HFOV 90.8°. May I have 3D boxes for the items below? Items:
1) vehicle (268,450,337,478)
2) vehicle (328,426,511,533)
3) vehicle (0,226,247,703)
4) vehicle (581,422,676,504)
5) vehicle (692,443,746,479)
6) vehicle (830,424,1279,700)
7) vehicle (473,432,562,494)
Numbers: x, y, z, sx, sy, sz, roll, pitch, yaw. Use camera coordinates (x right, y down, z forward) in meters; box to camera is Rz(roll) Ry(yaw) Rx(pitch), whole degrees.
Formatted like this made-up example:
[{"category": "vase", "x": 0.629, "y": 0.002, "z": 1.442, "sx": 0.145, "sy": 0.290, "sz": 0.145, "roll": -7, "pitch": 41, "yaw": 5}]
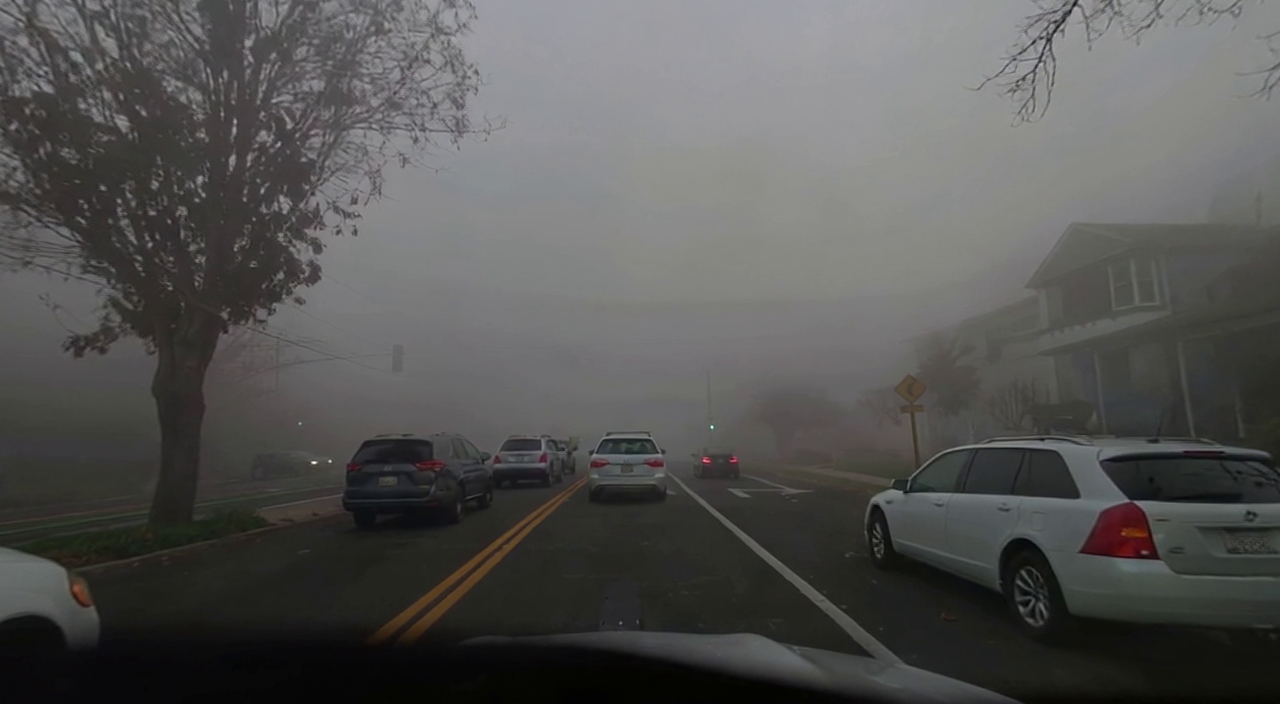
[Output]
[{"category": "vehicle", "x": -22.354, "y": 7.404, "z": 42.048, "sx": 2.060, "sy": 1.643, "sz": 4.623, "roll": 0, "pitch": -8, "yaw": 0}, {"category": "vehicle", "x": -3.719, "y": 2.210, "z": 11.599, "sx": 1.864, "sy": 1.576, "sz": 4.324, "roll": 0, "pitch": -8, "yaw": -1}, {"category": "vehicle", "x": -3.330, "y": 0.280, "z": 0.171, "sx": 2.354, "sy": 1.948, "sz": 6.355, "roll": 0, "pitch": -8, "yaw": 0}, {"category": "vehicle", "x": -0.288, "y": 2.857, "z": 16.648, "sx": 2.164, "sy": 1.867, "sz": 4.254, "roll": 0, "pitch": -8, "yaw": -1}, {"category": "vehicle", "x": 3.498, "y": 4.888, "z": 28.637, "sx": 1.880, "sy": 1.476, "sz": 3.932, "roll": 0, "pitch": -8, "yaw": -1}, {"category": "vehicle", "x": 3.477, "y": 1.477, "z": 5.800, "sx": 1.977, "sy": 1.480, "sz": 4.589, "roll": 0, "pitch": -8, "yaw": -1}, {"category": "vehicle", "x": -3.657, "y": 3.371, "z": 19.627, "sx": 1.932, "sy": 1.695, "sz": 4.150, "roll": 0, "pitch": -8, "yaw": 0}]
